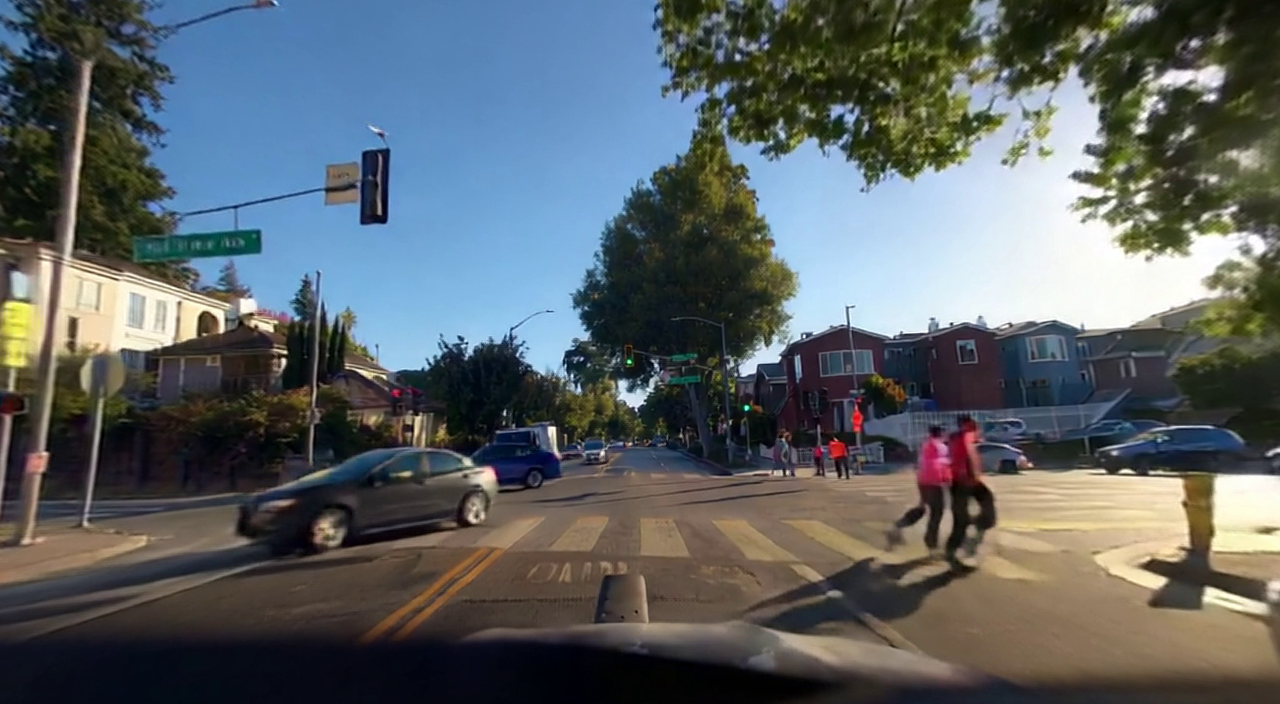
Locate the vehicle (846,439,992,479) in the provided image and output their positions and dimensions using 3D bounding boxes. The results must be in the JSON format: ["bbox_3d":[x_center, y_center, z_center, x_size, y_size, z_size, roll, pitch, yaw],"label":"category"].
[{"bbox_3d":[11.228,4.297,25.605,5.158,1.470,2.012,-4,-10,26],"label":"vehicle"}]

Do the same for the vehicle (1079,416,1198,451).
[{"bbox_3d":[33.450,5.508,42.513,5.969,2.225,2.458,0,-9,-3],"label":"vehicle"}]

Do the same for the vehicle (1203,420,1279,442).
[{"bbox_3d":[46.276,6.030,48.284,4.562,1.603,1.816,0,-9,1],"label":"vehicle"}]

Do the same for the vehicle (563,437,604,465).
[{"bbox_3d":[-3.647,6.550,41.831,2.302,1.708,4.764,0,-9,0],"label":"vehicle"}]

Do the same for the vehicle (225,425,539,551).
[{"bbox_3d":[-4.011,2.169,10.885,1.979,1.630,4.771,-5,-10,28],"label":"vehicle"}]
